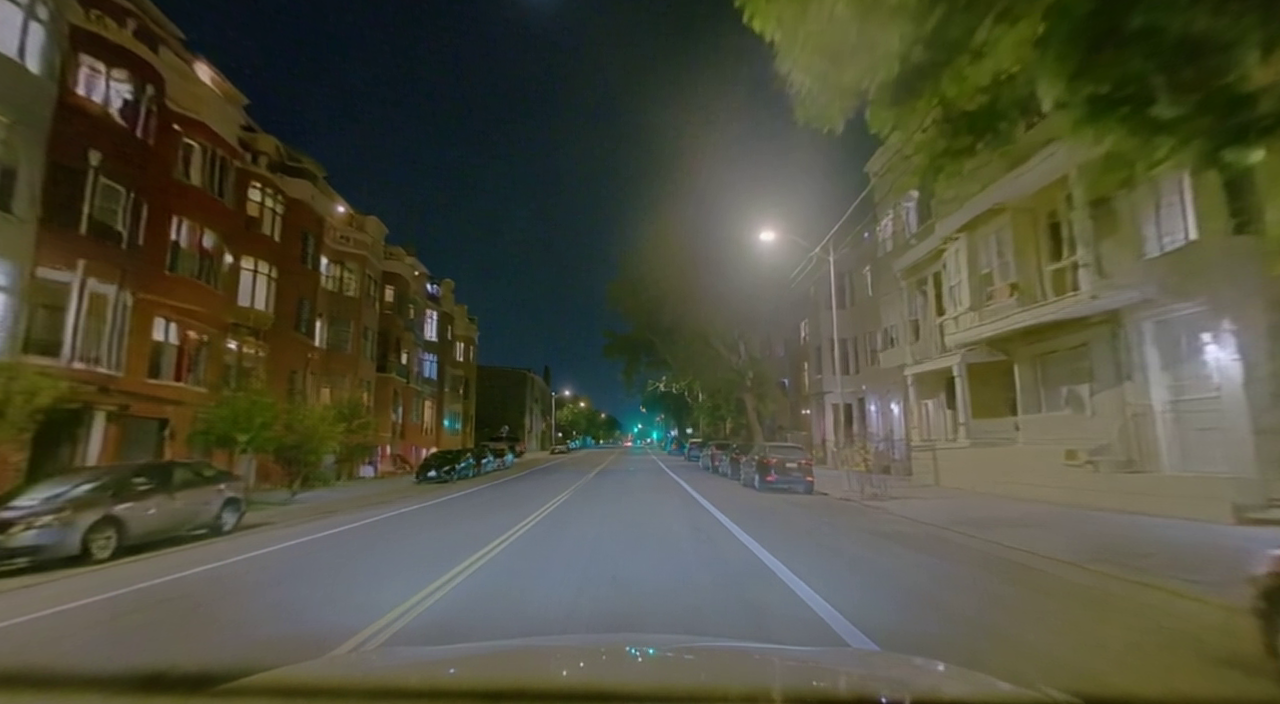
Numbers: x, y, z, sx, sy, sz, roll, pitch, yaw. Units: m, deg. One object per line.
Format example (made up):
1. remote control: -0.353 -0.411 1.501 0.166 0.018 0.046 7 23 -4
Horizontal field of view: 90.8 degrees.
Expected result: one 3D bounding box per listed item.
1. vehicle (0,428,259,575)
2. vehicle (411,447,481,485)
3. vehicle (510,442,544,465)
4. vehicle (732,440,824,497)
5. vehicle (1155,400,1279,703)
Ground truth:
1. vehicle: -8.110 2.160 9.709 1.932 1.708 4.460 -1 -10 -4
2. vehicle: -8.221 4.834 27.135 1.852 1.482 3.916 -1 -9 -1
3. vehicle: -8.369 7.496 47.024 1.883 1.565 3.655 -2 -8 -1
4. vehicle: 4.096 3.499 19.427 1.845 1.556 3.929 0 -8 -1
5. vehicle: 4.398 0.881 1.840 2.034 1.674 4.271 0 -8 -3
